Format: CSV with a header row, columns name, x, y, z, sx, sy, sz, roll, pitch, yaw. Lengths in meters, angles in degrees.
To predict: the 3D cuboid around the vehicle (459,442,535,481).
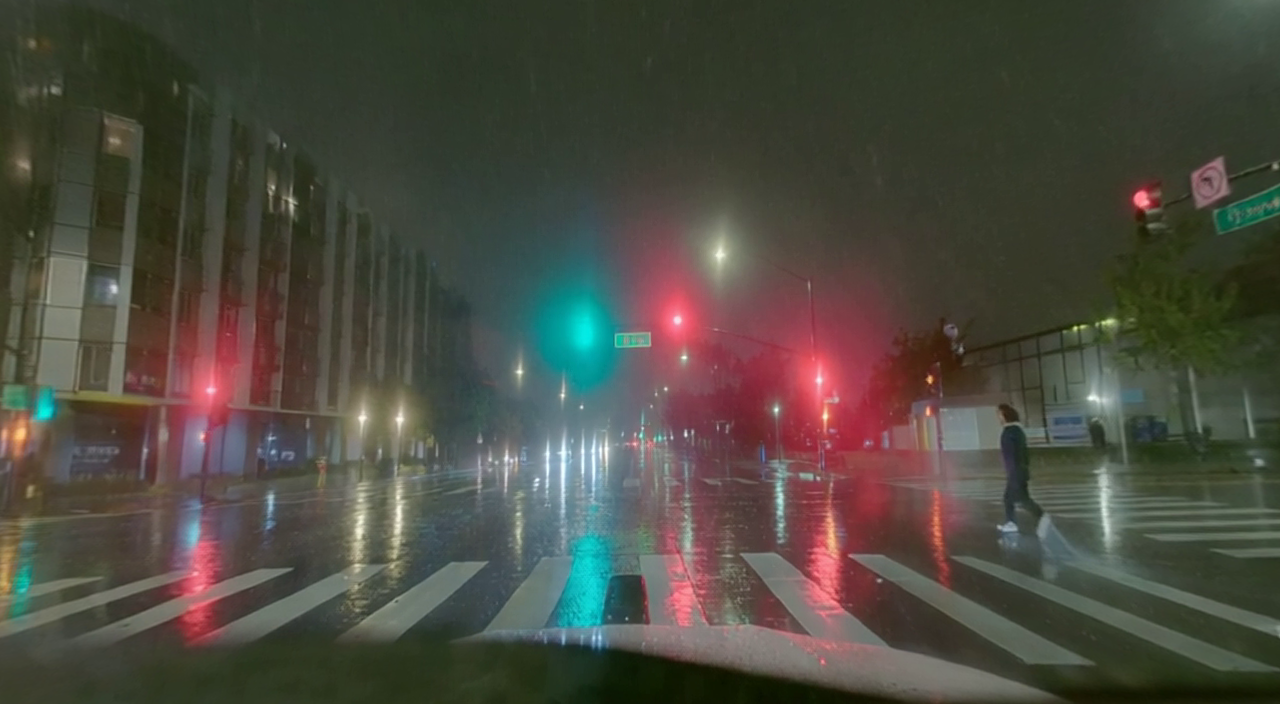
name,x,y,z,sx,sy,sz,roll,pitch,yaw
vehicle,-5.880,4.531,26.489,2.127,1.473,4.428,0,-8,1
